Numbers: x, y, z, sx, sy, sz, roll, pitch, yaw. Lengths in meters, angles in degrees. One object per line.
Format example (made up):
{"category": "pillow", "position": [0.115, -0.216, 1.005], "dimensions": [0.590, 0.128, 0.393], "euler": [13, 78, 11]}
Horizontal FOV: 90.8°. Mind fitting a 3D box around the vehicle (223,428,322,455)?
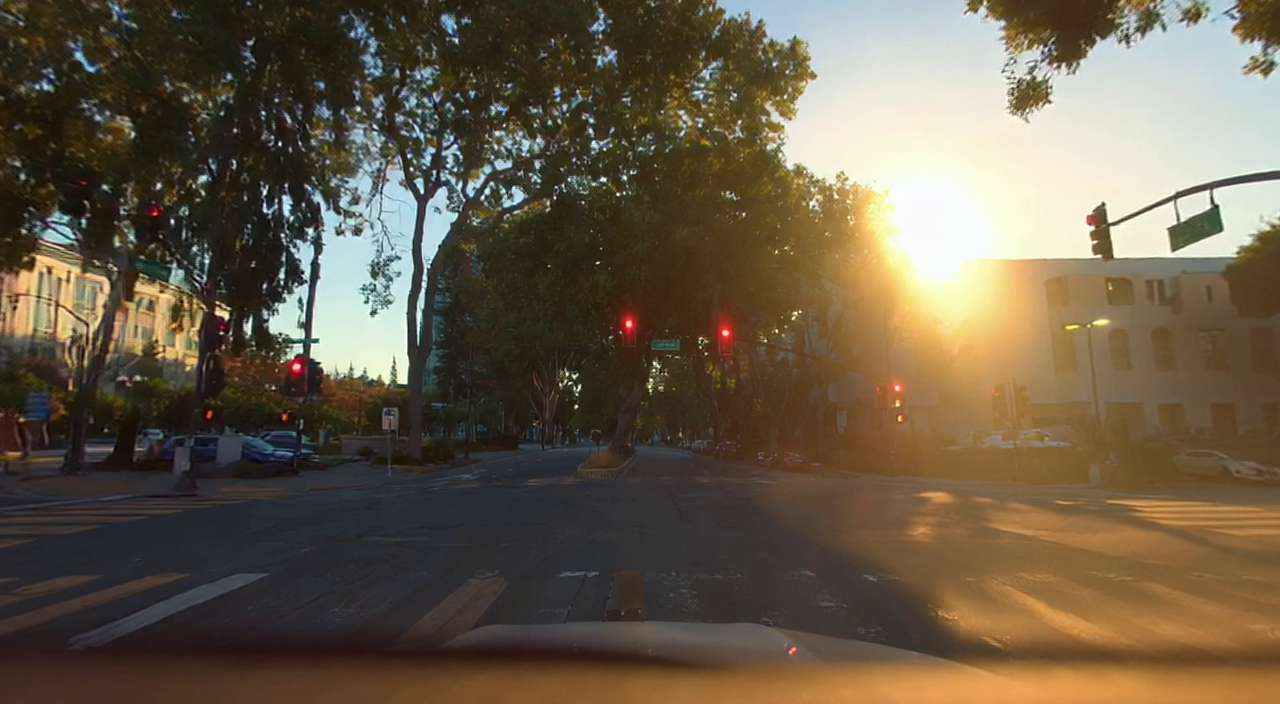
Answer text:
{"category": "vehicle", "position": [-22.411, 5.508, 38.709], "dimensions": [4.765, 1.593, 1.891], "euler": [1, -9, -8]}
